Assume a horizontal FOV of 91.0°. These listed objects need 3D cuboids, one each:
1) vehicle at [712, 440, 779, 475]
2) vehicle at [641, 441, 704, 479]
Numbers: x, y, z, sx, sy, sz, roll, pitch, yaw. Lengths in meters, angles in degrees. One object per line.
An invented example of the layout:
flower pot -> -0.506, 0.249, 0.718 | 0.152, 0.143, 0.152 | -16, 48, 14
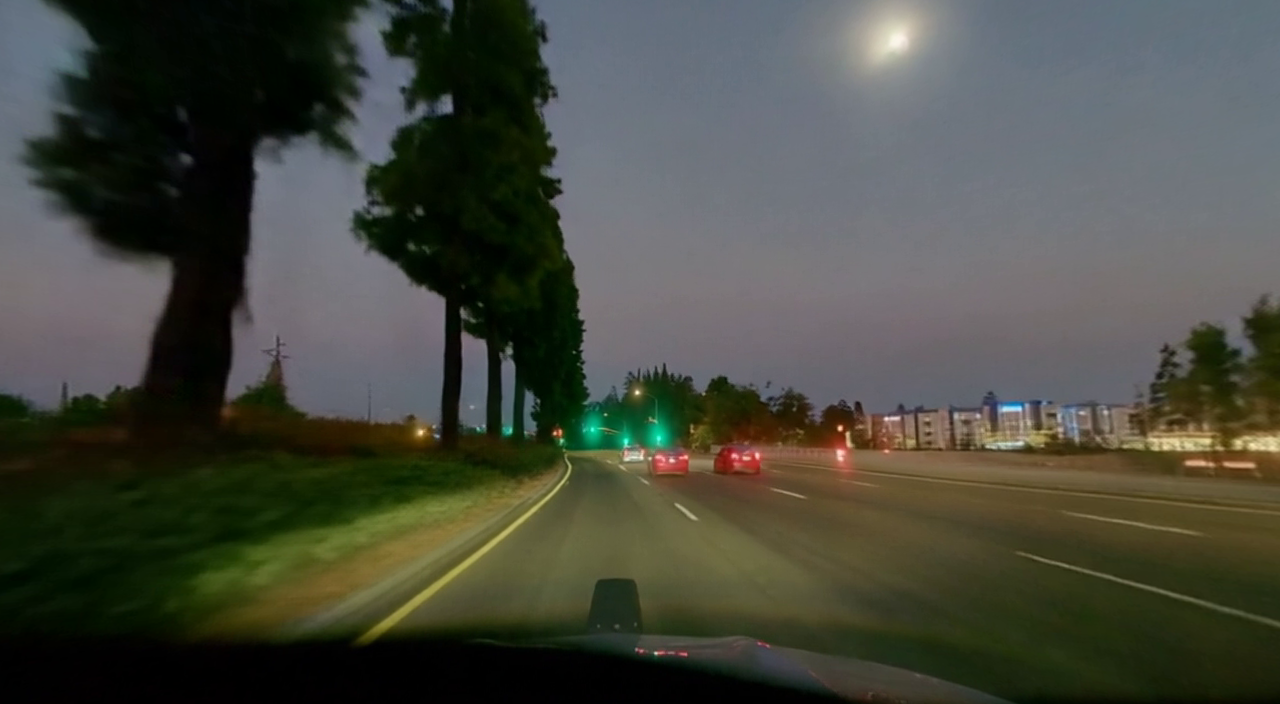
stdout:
vehicle -> 4.730, 4.795, 28.981 | 1.901, 1.474, 4.363 | 1, -8, -6
vehicle -> 1.281, 4.536, 26.748 | 2.077, 1.464, 4.134 | 1, -8, -6
